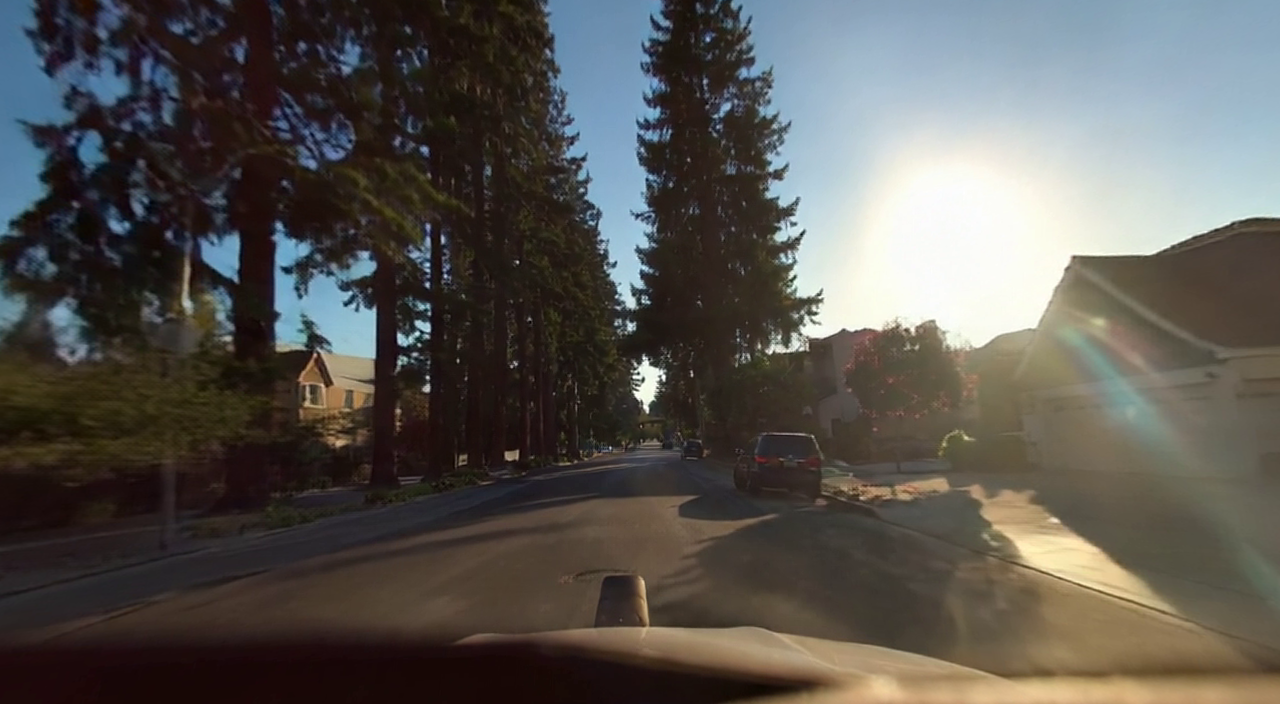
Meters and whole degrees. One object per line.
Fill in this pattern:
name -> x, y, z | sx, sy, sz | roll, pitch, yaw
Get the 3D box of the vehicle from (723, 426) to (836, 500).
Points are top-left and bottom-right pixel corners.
vehicle -> 3.606, 2.964, 17.265 | 2.055, 1.738, 4.448 | 0, -9, 0
